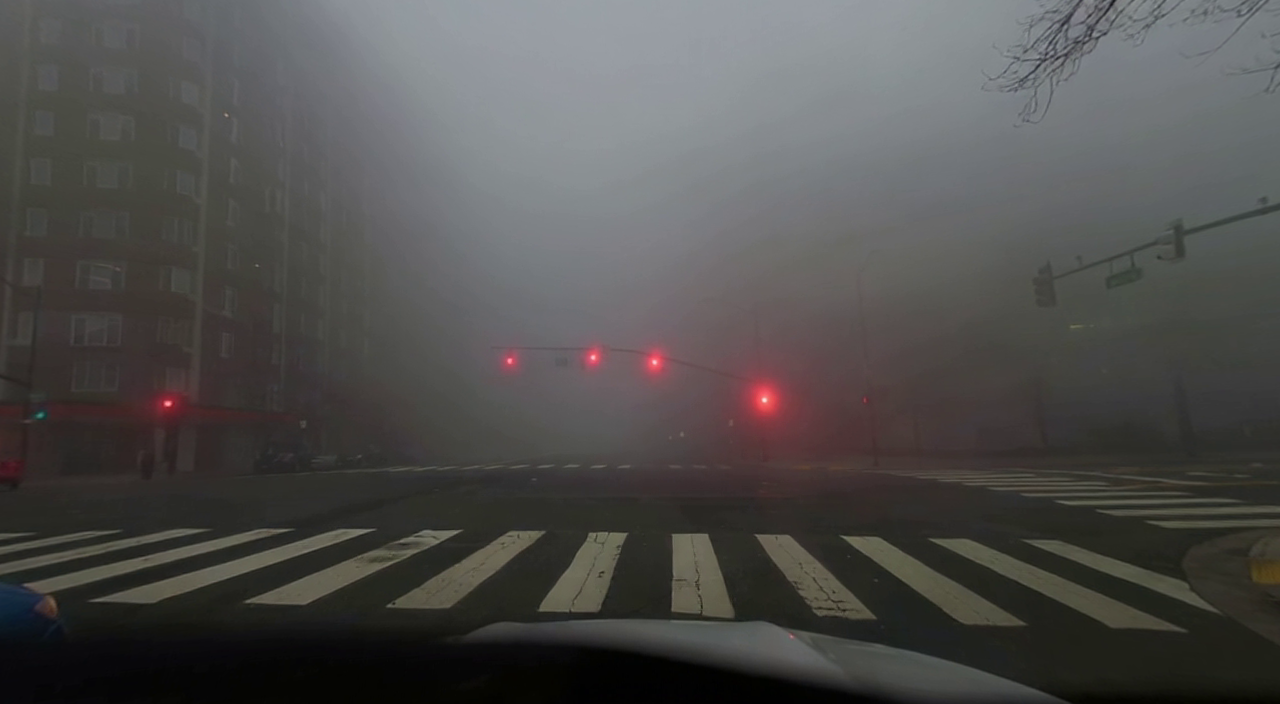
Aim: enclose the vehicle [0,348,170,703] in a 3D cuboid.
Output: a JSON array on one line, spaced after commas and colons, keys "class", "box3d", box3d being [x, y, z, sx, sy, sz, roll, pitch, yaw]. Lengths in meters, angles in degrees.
[{"class": "vehicle", "box3d": [-3.631, 0.620, 1.059, 2.109, 1.692, 4.587, 0, -8, 0]}]
